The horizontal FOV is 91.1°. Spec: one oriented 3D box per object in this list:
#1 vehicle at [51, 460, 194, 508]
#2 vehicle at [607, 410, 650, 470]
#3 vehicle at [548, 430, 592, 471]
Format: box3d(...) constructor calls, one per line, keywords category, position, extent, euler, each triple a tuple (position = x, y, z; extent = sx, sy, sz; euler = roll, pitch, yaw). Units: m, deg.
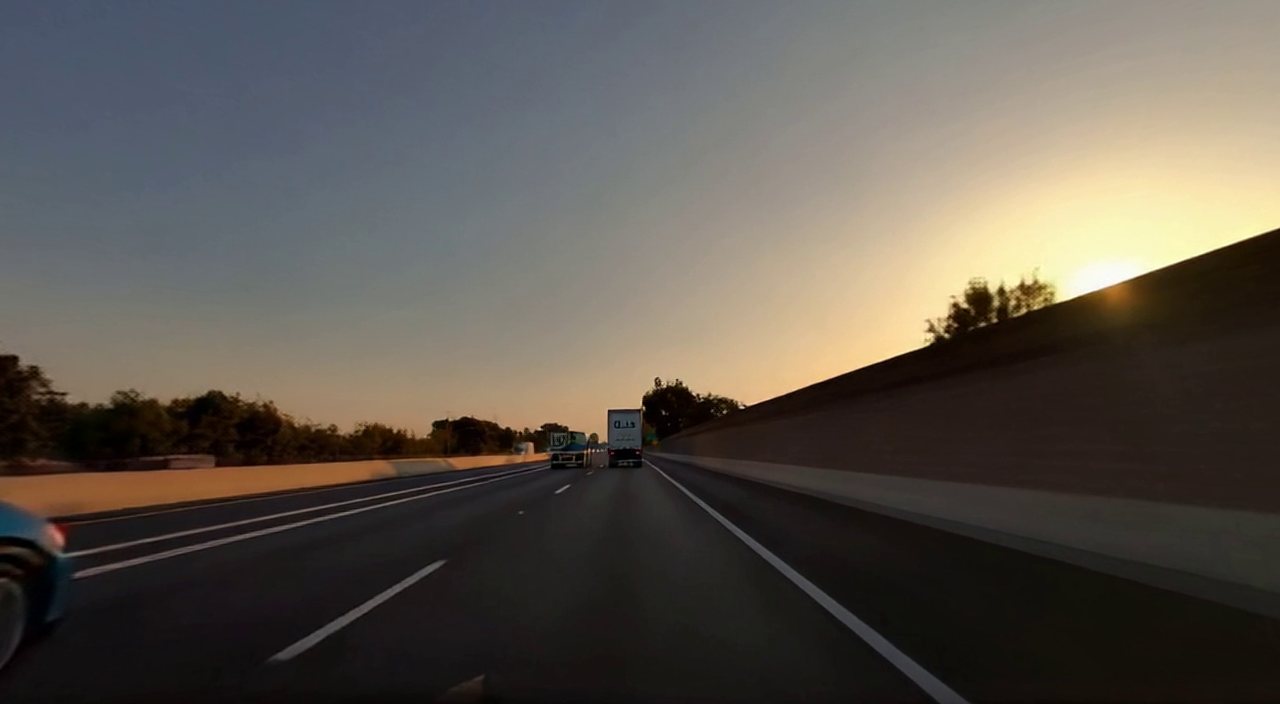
box3d(category="vehicle", position=(-17.766, 4.505, 21.851), extent=(1.756, 1.446, 3.768), euler=(0, -9, -1))
box3d(category="vehicle", position=(-0.886, 6.656, 47.018), extent=(2.923, 4.007, 9.760), euler=(0, -9, -1))
box3d(category="vehicle", position=(-4.914, 7.037, 45.023), extent=(2.529, 2.697, 5.935), euler=(0, -9, -1))
